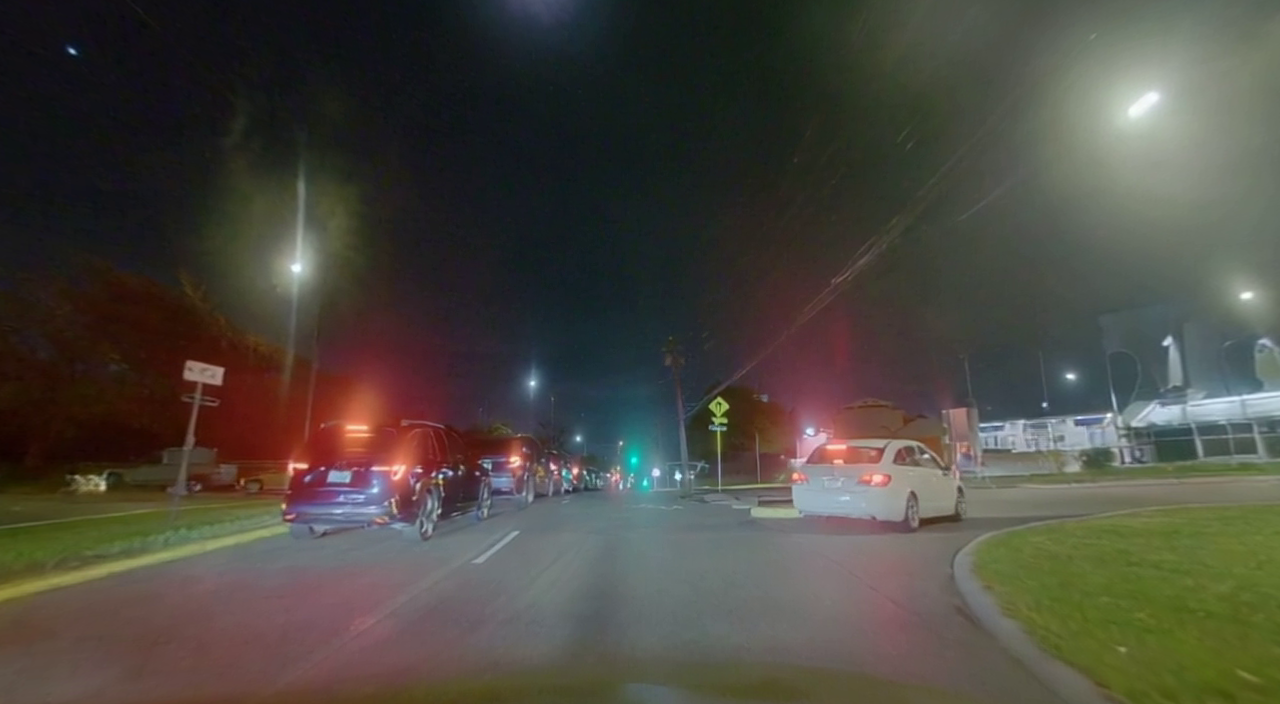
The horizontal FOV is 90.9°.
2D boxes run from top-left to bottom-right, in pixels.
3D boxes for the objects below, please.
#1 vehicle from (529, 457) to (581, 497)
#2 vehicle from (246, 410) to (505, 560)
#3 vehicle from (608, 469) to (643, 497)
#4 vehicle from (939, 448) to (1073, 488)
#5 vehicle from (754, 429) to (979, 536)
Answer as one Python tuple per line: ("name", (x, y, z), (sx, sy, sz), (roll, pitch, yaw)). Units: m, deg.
("vehicle", (-3.622, 5.392, 27.537), (1.806, 1.532, 3.680), (0, -8, -1))
("vehicle", (-3.629, 1.909, 9.808), (2.017, 1.761, 4.572), (0, -8, 0))
("vehicle", (-0.966, 8.238, 39.899), (2.119, 1.475, 3.997), (0, -8, -3))
("vehicle", (14.654, 4.701, 25.516), (4.422, 1.457, 1.882), (-6, -11, 27))
("vehicle", (4.025, 2.135, 10.957), (3.922, 1.478, 2.020), (7, -11, -42))
